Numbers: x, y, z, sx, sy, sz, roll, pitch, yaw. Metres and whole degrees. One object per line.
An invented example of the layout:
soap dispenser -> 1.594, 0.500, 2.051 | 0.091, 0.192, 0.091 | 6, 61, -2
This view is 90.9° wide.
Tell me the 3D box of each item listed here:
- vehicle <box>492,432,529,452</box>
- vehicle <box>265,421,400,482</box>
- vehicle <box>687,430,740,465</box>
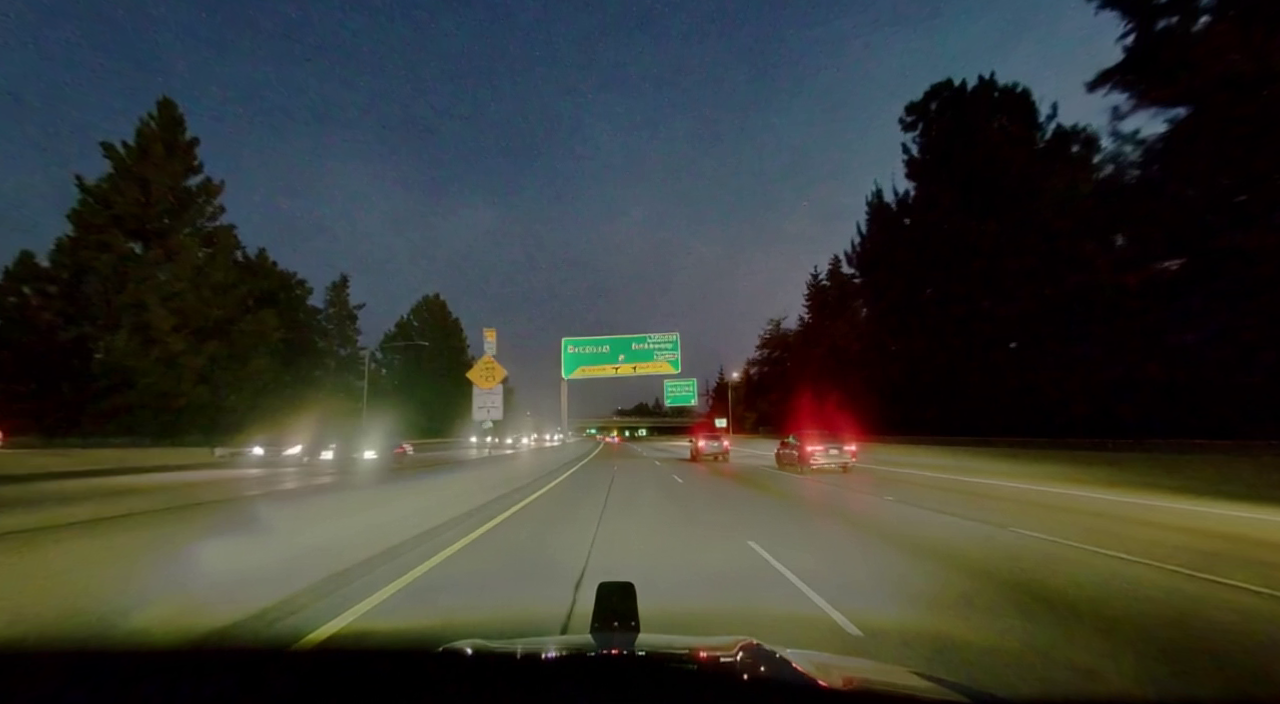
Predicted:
vehicle -> -9.854, 6.909, 48.342 | 1.987, 1.445, 4.485 | 0, -8, -2
vehicle -> -8.902, 2.891, 18.738 | 1.912, 1.586, 4.228 | 0, -8, -1
vehicle -> 3.497, 4.592, 30.672 | 1.938, 1.578, 3.764 | 0, -8, -3
